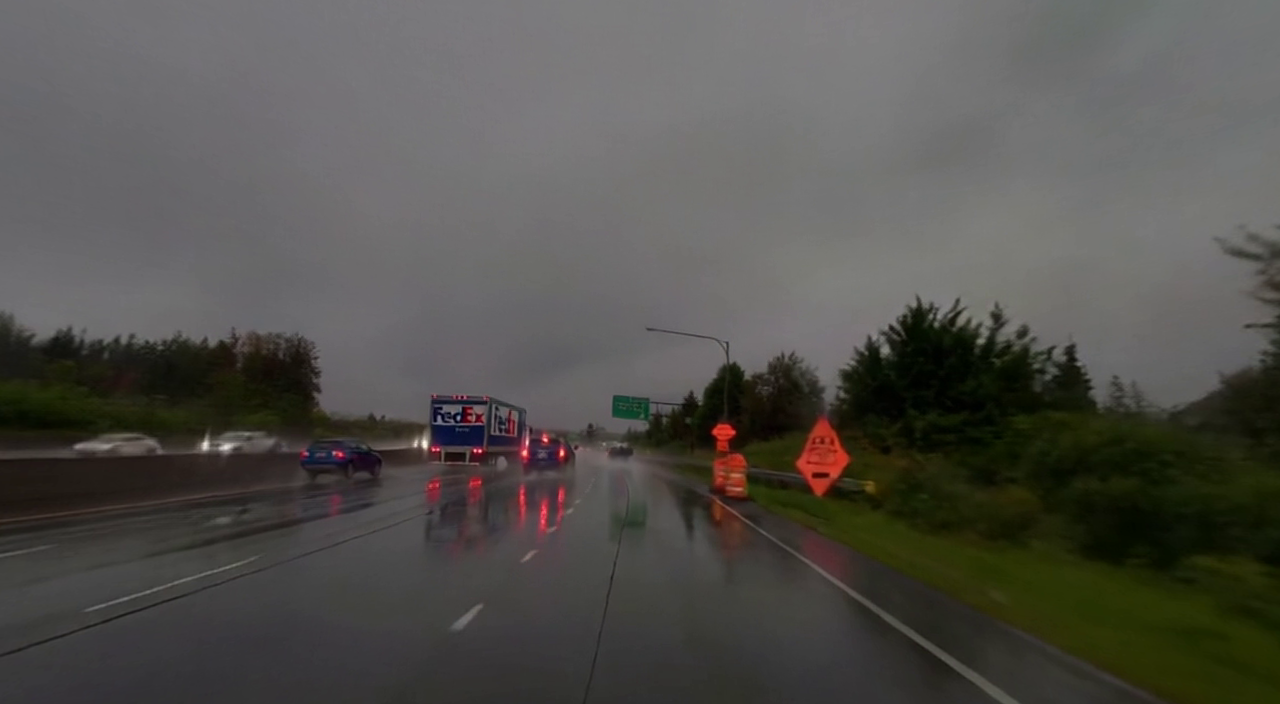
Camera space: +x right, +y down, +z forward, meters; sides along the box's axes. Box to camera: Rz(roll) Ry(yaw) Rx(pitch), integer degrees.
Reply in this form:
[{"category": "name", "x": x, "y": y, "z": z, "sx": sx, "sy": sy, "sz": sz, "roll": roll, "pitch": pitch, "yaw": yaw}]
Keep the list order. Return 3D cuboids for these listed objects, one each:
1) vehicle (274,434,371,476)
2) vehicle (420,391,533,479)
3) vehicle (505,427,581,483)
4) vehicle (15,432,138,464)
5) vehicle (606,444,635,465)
[{"category": "vehicle", "x": -13.614, "y": 4.431, "z": 27.424, "sx": 2.018, "sy": 1.668, "sz": 4.409, "roll": 0, "pitch": -9, "yaw": -2}, {"category": "vehicle", "x": -6.815, "y": 3.737, "z": 27.933, "sx": 2.870, "sy": 3.266, "sz": 8.589, "roll": 0, "pitch": -9, "yaw": -1}, {"category": "vehicle", "x": -3.496, "y": 3.844, "z": 23.732, "sx": 2.170, "sy": 1.886, "sz": 4.628, "roll": 0, "pitch": -9, "yaw": -1}, {"category": "vehicle", "x": -27.447, "y": 4.708, "z": 31.020, "sx": 1.791, "sy": 1.469, "sz": 4.668, "roll": 0, "pitch": -9, "yaw": -2}, {"category": "vehicle", "x": -1.458, "y": 7.534, "z": 46.590, "sx": 2.043, "sy": 1.489, "sz": 3.839, "roll": 1, "pitch": -9, "yaw": -3}]
